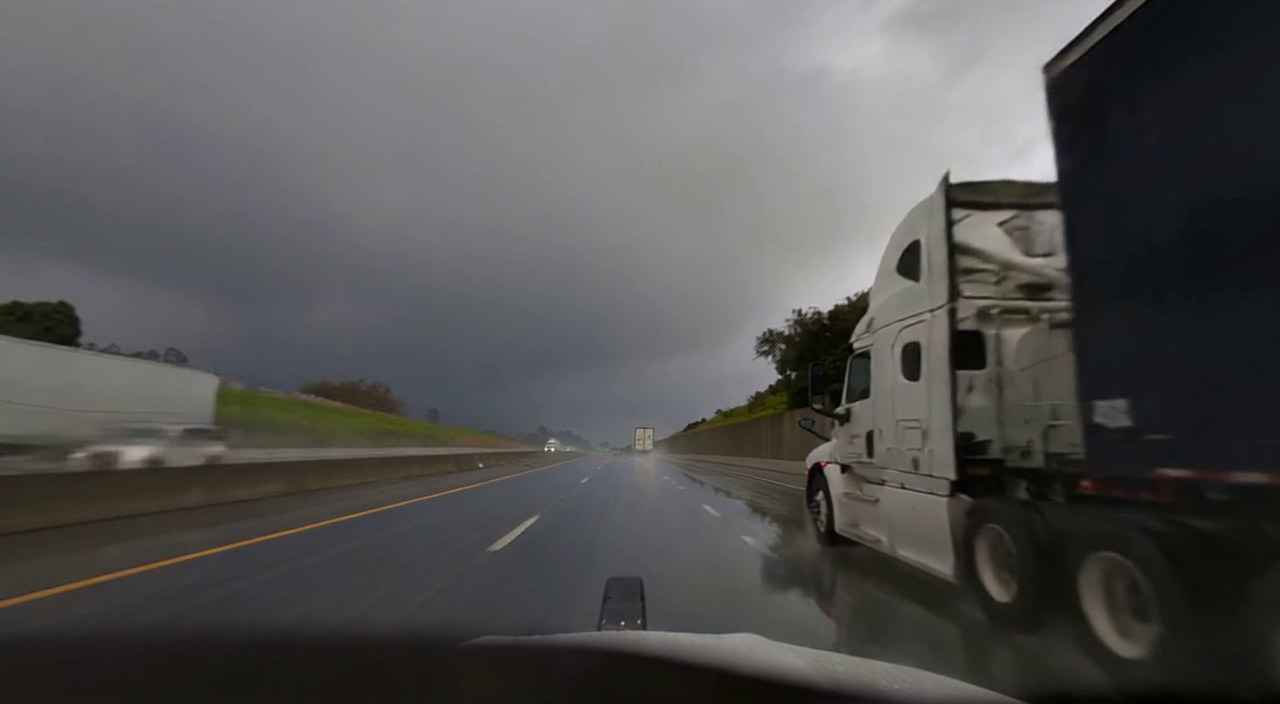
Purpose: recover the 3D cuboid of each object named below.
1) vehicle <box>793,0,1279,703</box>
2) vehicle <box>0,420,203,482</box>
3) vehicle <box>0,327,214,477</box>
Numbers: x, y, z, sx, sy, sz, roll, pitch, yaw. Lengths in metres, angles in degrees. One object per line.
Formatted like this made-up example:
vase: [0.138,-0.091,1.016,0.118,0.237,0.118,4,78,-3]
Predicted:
vehicle: [3.713,0.237,5.384,3.045,3.825,6.161,0,-9,-1]
vehicle: [-15.386,2.876,18.382,2.004,1.551,4.601,0,-9,-1]
vehicle: [-19.711,1.809,20.230,3.413,4.196,12.063,0,-9,1]
